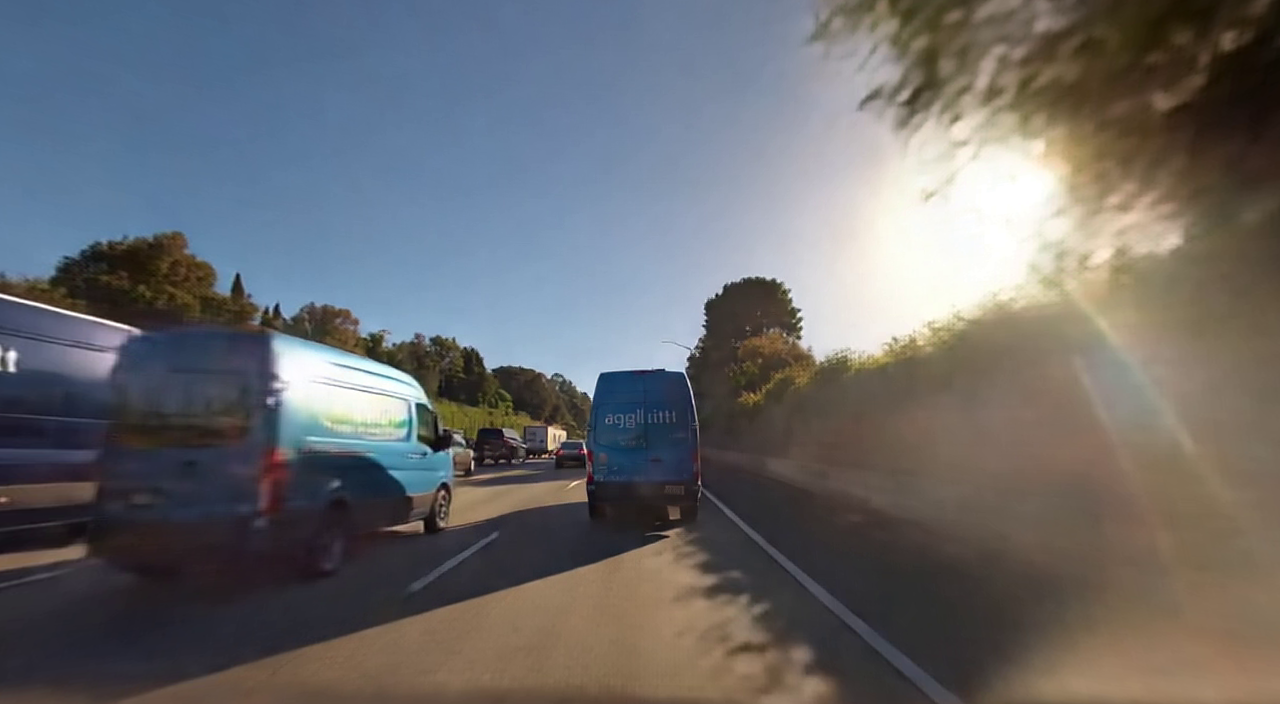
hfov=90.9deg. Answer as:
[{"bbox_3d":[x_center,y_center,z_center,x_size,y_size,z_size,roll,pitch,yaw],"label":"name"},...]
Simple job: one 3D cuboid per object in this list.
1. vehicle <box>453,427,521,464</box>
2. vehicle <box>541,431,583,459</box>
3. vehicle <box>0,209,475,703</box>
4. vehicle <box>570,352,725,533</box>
[{"bbox_3d":[-9.723,6.036,40.763,2.566,2.158,5.957,-1,-8,3],"label":"vehicle"},{"bbox_3d":[-5.963,7.222,48.809,2.302,2.007,5.490,0,-8,3],"label":"vehicle"},{"bbox_3d":[-3.670,0.981,5.293,2.597,2.163,6.860,0,-8,1],"label":"vehicle"},{"bbox_3d":[0.114,1.819,12.793,2.316,2.738,6.398,0,-8,0],"label":"vehicle"}]
